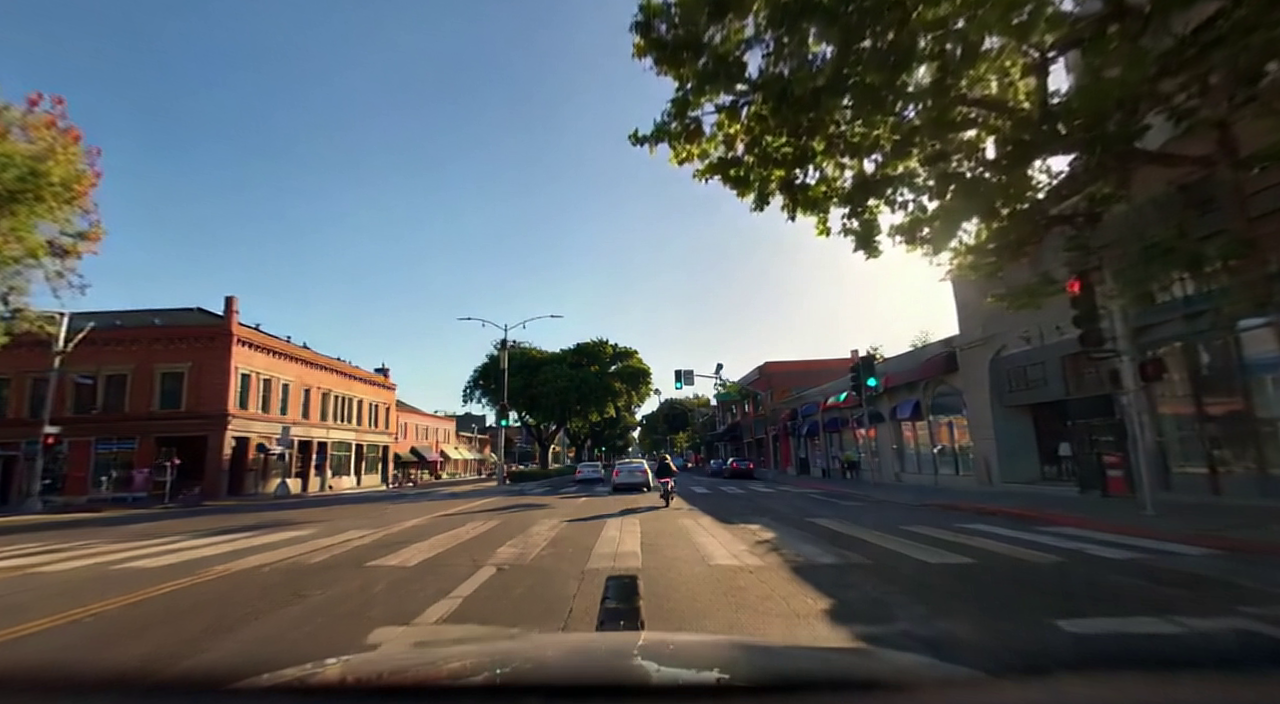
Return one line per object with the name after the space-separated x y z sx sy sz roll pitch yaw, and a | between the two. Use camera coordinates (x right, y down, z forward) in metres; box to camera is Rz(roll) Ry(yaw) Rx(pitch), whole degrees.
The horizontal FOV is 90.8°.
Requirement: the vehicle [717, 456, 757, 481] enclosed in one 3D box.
6.732 8.103 44.257 2.069 1.590 4.066 0 -8 -1 | vehicle

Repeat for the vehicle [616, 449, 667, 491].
0.000 5.442 29.603 2.223 1.775 4.250 0 -8 -1 | vehicle

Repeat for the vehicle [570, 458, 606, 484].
-3.256 7.535 40.307 2.014 1.470 4.552 0 -8 -1 | vehicle
